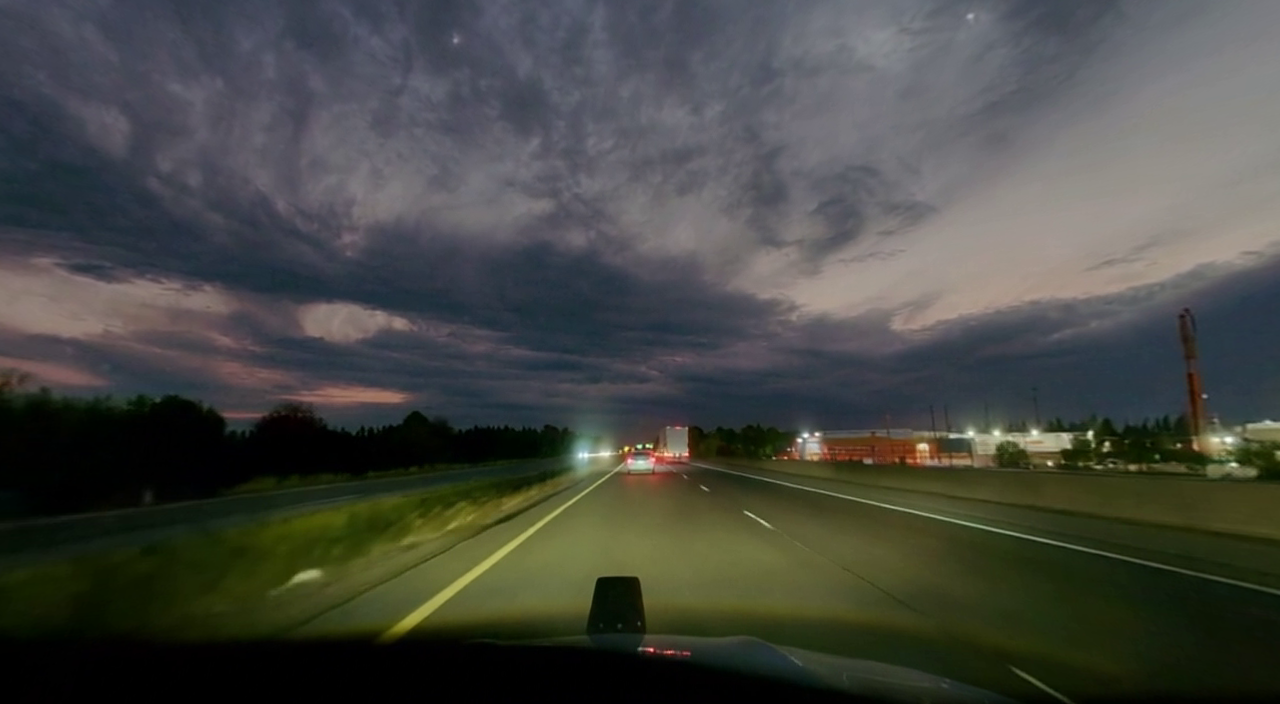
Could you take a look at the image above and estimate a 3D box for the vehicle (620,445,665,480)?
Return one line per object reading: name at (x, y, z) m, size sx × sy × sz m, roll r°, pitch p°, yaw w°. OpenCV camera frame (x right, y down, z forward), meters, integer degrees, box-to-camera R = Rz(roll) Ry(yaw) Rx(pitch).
vehicle at (0.103, 5.296, 30.416) m, size 2.045 × 1.527 × 4.023 m, roll 0°, pitch -9°, yaw 0°
